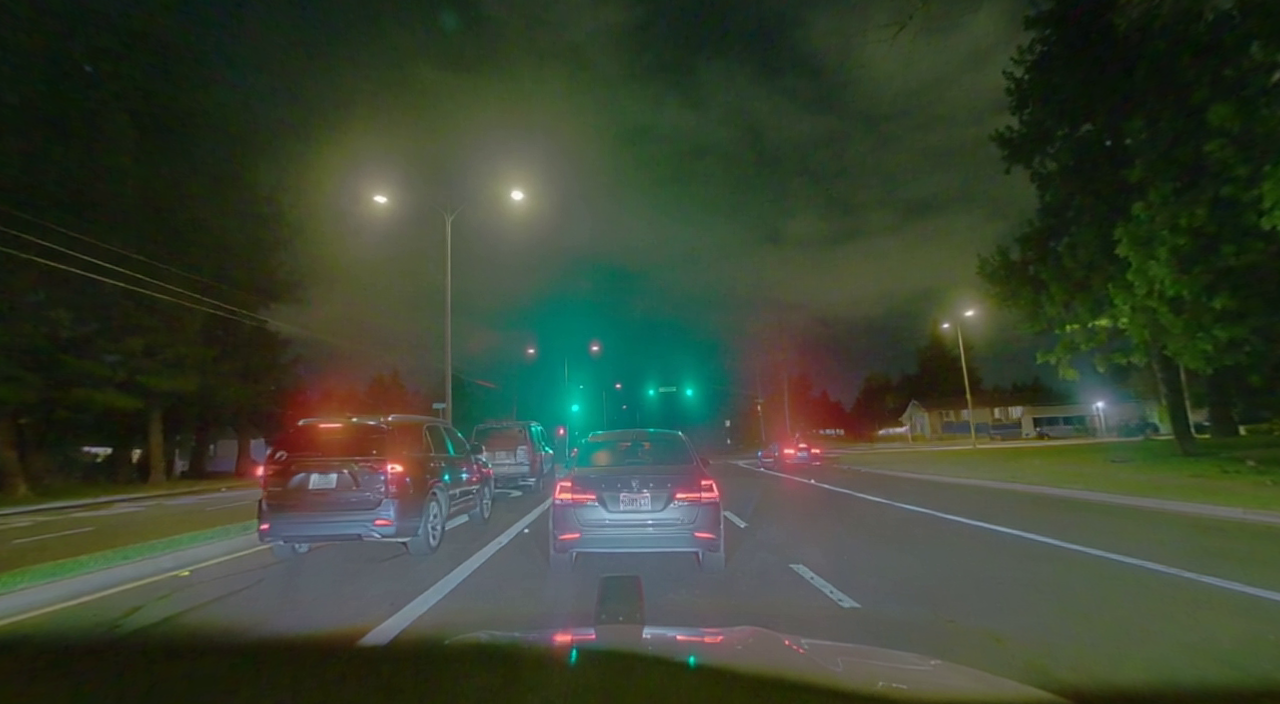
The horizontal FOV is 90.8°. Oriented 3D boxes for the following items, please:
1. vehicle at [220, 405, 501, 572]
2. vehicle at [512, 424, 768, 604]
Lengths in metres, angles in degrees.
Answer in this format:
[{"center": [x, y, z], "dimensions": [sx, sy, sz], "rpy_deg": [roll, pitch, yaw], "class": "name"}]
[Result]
[{"center": [-3.425, 1.754, 8.855], "dimensions": [2.046, 1.751, 4.208], "rpy_deg": [0, -8, -1], "class": "vehicle"}, {"center": [-0.053, 1.644, 7.311], "dimensions": [2.126, 1.475, 3.967], "rpy_deg": [0, -8, -2], "class": "vehicle"}]
